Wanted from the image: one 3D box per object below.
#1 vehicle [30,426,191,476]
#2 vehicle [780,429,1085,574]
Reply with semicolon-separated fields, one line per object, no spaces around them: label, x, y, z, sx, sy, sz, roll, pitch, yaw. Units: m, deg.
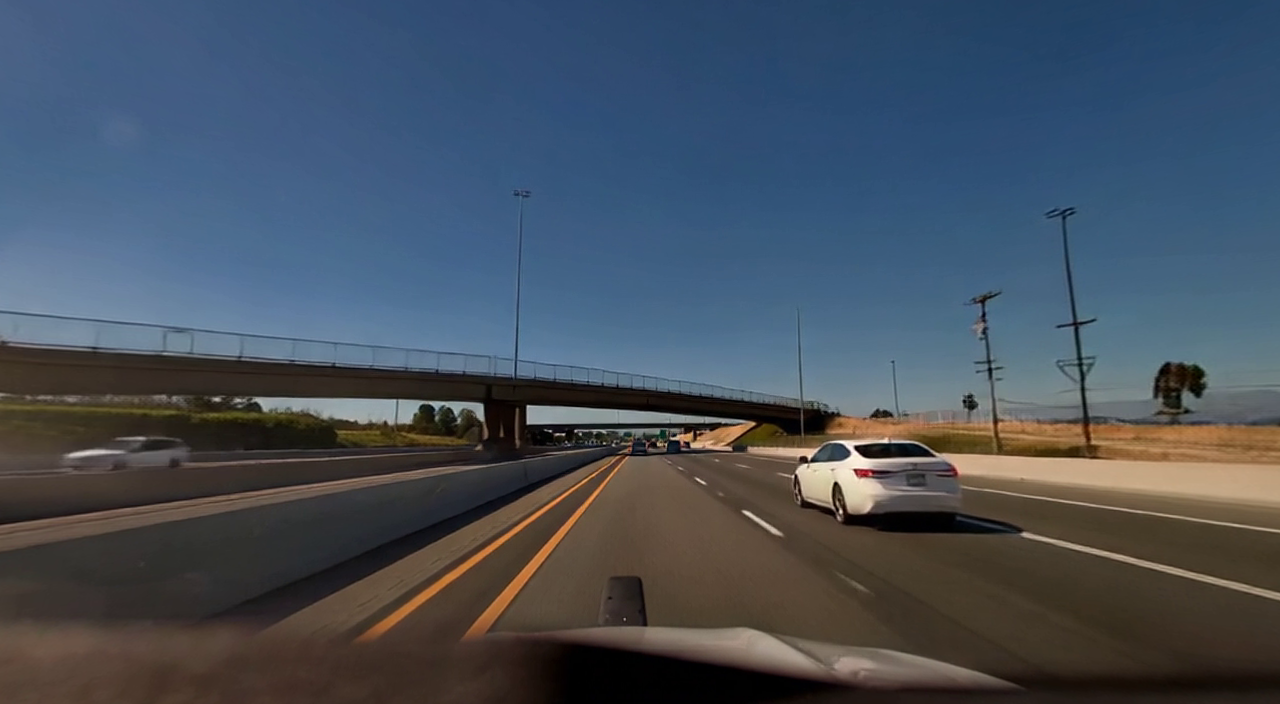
vehicle;-16.842;3.183;20.325;1.775;1.448;3.844;0;-8;1
vehicle;3.529;1.878;8.802;2.091;1.482;4.522;0;-8;0
